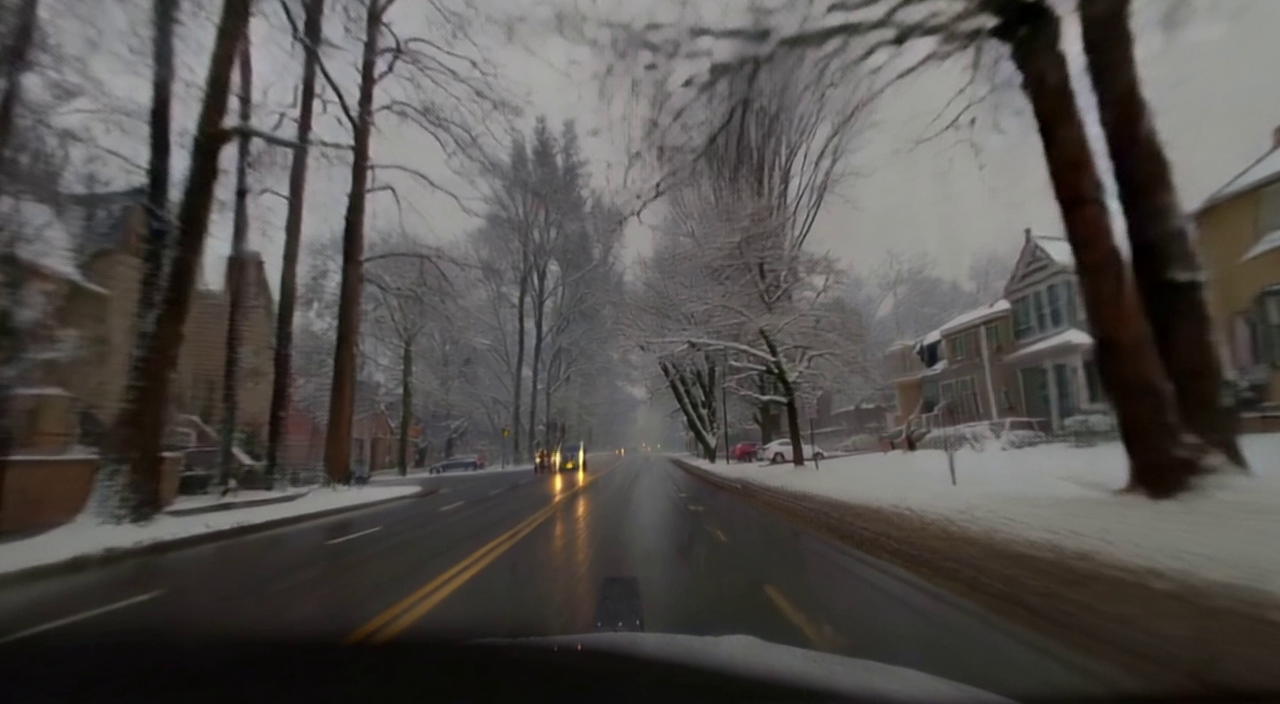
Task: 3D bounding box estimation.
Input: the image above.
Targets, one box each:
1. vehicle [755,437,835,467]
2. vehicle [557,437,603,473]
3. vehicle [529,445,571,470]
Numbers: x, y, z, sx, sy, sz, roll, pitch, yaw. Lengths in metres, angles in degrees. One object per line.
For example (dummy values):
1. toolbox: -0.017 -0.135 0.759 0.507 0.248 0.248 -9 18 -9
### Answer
1. vehicle: 9.472 6.180 38.903 4.385 1.612 2.070 -3 -9 5
2. vehicle: -3.532 6.228 38.403 2.275 1.953 5.423 0 -9 0
3. vehicle: -6.415 7.596 45.700 2.481 1.714 4.702 0 -9 -1
